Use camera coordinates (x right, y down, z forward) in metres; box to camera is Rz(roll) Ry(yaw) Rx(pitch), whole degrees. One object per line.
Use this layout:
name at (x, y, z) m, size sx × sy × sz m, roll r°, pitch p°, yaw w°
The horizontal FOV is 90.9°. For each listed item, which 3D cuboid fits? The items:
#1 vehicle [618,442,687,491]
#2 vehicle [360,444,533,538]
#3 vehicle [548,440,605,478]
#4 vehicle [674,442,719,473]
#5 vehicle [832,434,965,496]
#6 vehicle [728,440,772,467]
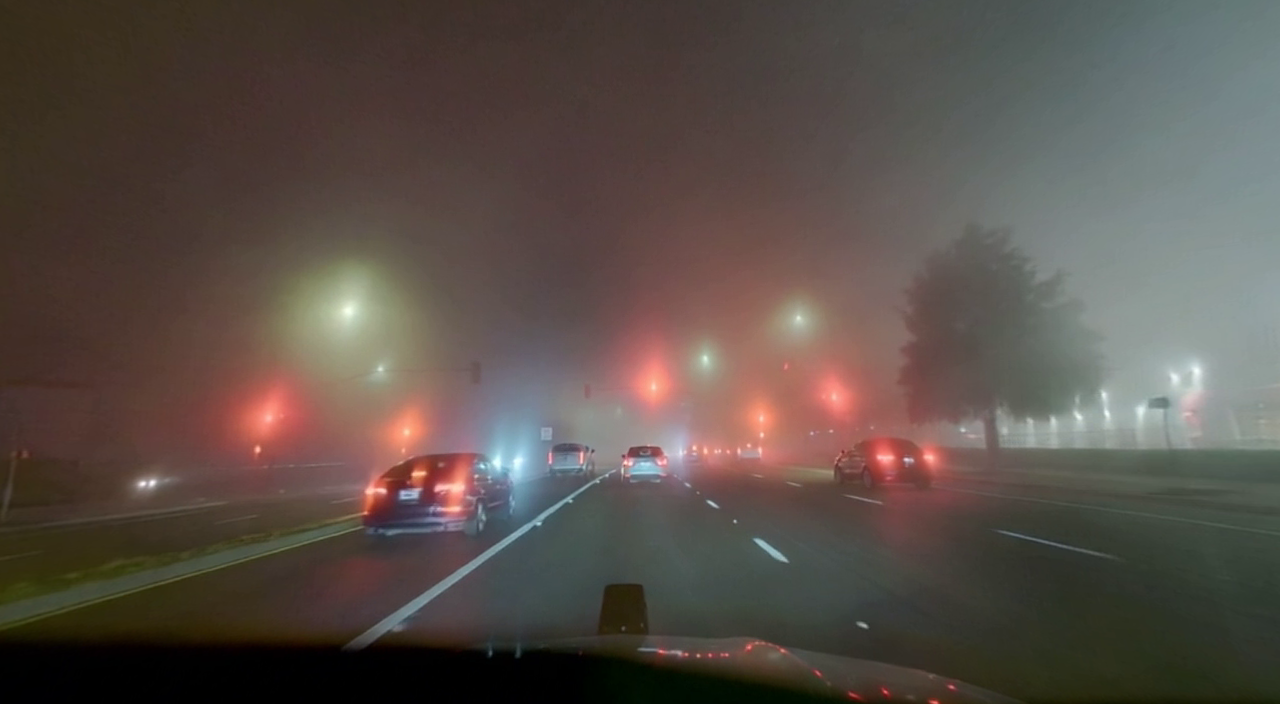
vehicle at (0.366, 3.793, 21.288) m, size 2.096 × 1.473 × 3.893 m, roll 0°, pitch -8°, yaw 0°
vehicle at (-3.471, 2.548, 12.300) m, size 1.938 × 1.472 × 4.399 m, roll 0°, pitch -8°, yaw 0°
vehicle at (-2.979, 5.136, 30.494) m, size 2.219 × 1.699 × 4.090 m, roll -1°, pitch -8°, yaw 1°
vehicle at (2.963, 5.664, 34.003) m, size 1.988 × 1.528 × 4.144 m, roll 0°, pitch -8°, yaw -1°
vehicle at (7.168, 3.169, 18.046) m, size 1.892 × 1.515 × 4.400 m, roll 0°, pitch -8°, yaw -1°
vehicle at (7.279, 6.765, 42.176) m, size 2.044 × 1.701 × 4.397 m, roll 0°, pitch -8°, yaw -1°
